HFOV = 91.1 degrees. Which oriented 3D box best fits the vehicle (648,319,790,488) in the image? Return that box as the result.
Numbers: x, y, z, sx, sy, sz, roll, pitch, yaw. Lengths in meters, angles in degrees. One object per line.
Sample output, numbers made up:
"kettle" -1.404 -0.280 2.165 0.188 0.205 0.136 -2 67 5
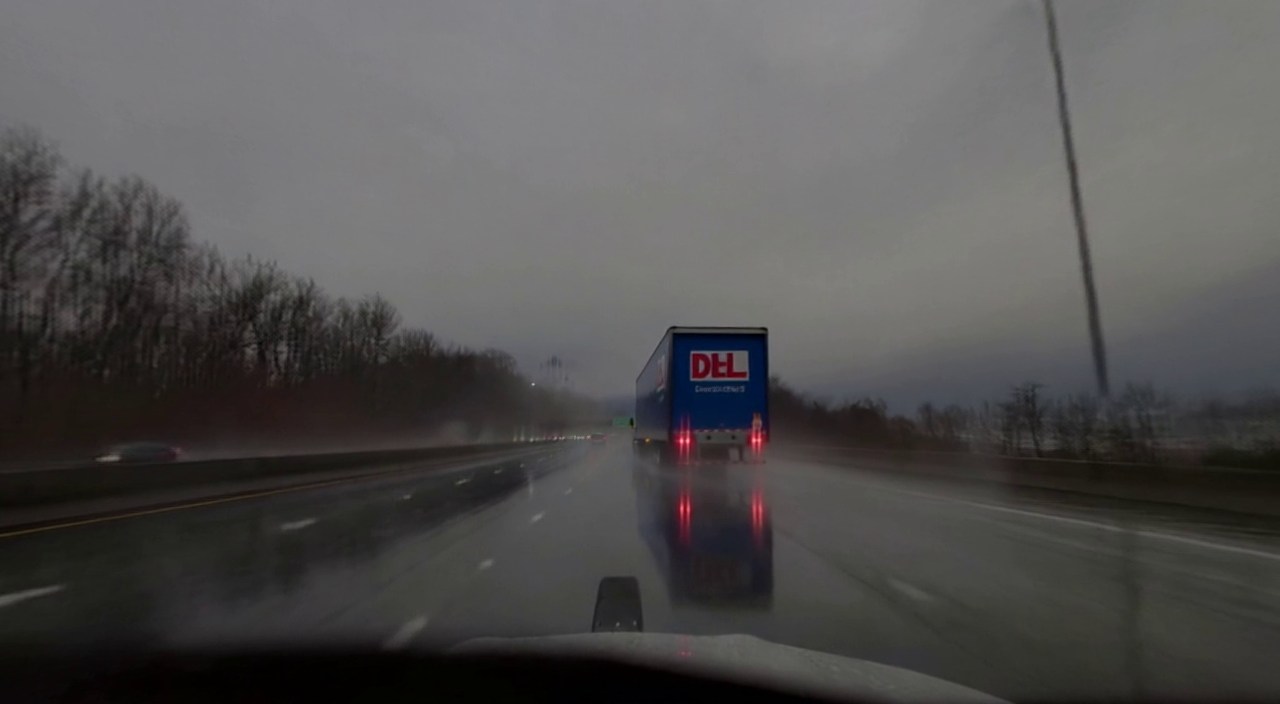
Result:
"vehicle" 2.013 1.852 20.203 3.011 4.211 8.926 0 -8 -2
